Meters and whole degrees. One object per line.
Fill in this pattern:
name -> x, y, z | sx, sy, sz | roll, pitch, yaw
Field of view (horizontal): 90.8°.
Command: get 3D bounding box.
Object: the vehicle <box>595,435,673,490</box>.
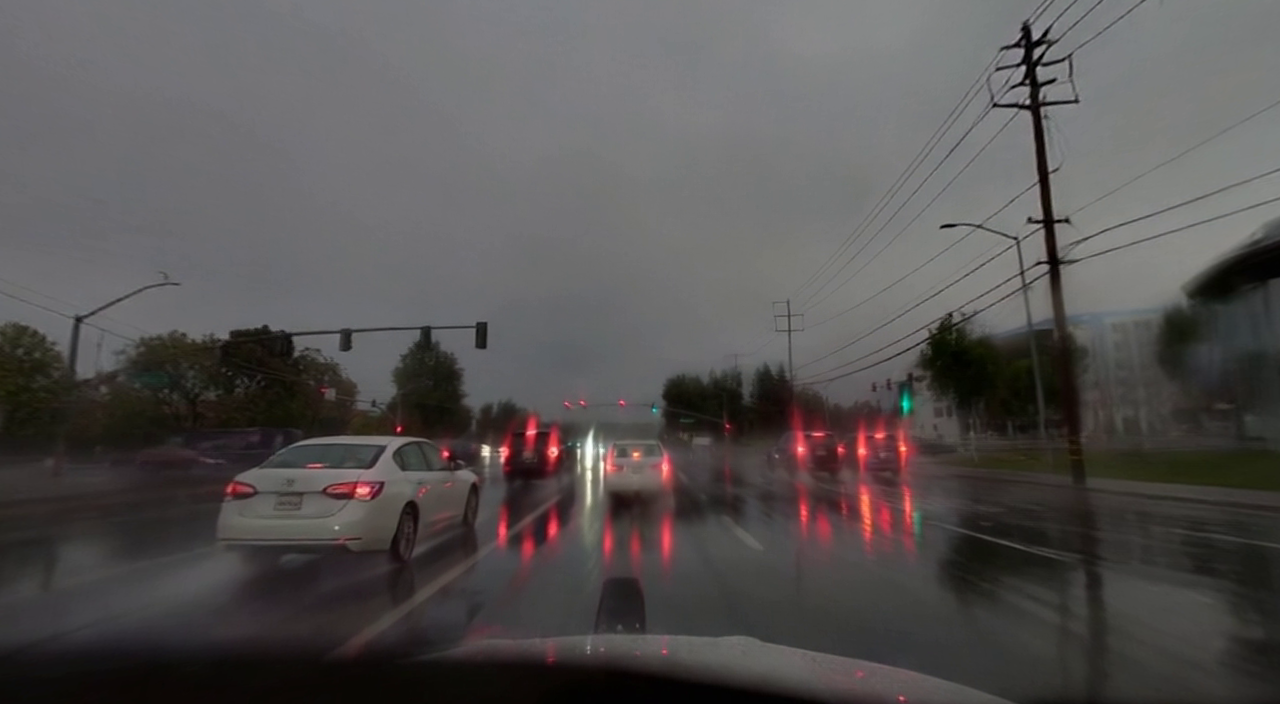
vehicle -> -0.175, 3.263, 18.970 | 2.098, 1.431, 3.958 | 0, -8, -1

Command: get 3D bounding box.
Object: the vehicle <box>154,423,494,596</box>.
vehicle -> -3.209, 1.672, 7.617 | 1.837, 1.463, 4.311 | 0, -8, 1

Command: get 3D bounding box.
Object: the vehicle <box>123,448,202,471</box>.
vehicle -> -37.195, 8.368, 49.277 | 4.649, 1.653, 1.885 | 0, -8, 0

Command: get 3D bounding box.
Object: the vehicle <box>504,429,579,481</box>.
vehicle -> -3.453, 3.711, 23.013 | 2.033, 1.714, 4.278 | 0, -8, 0

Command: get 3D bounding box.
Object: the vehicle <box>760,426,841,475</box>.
vehicle -> 7.147, 4.475, 28.791 | 2.156, 1.982, 5.358 | 0, -8, -1

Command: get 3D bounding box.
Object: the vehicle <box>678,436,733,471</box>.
vehicle -> 2.990, 4.791, 29.918 | 1.987, 1.515, 4.521 | 0, -8, -2

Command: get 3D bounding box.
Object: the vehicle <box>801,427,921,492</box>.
vehicle -> 6.402, 3.174, 18.884 | 1.945, 1.706, 4.190 | 0, -8, -2
